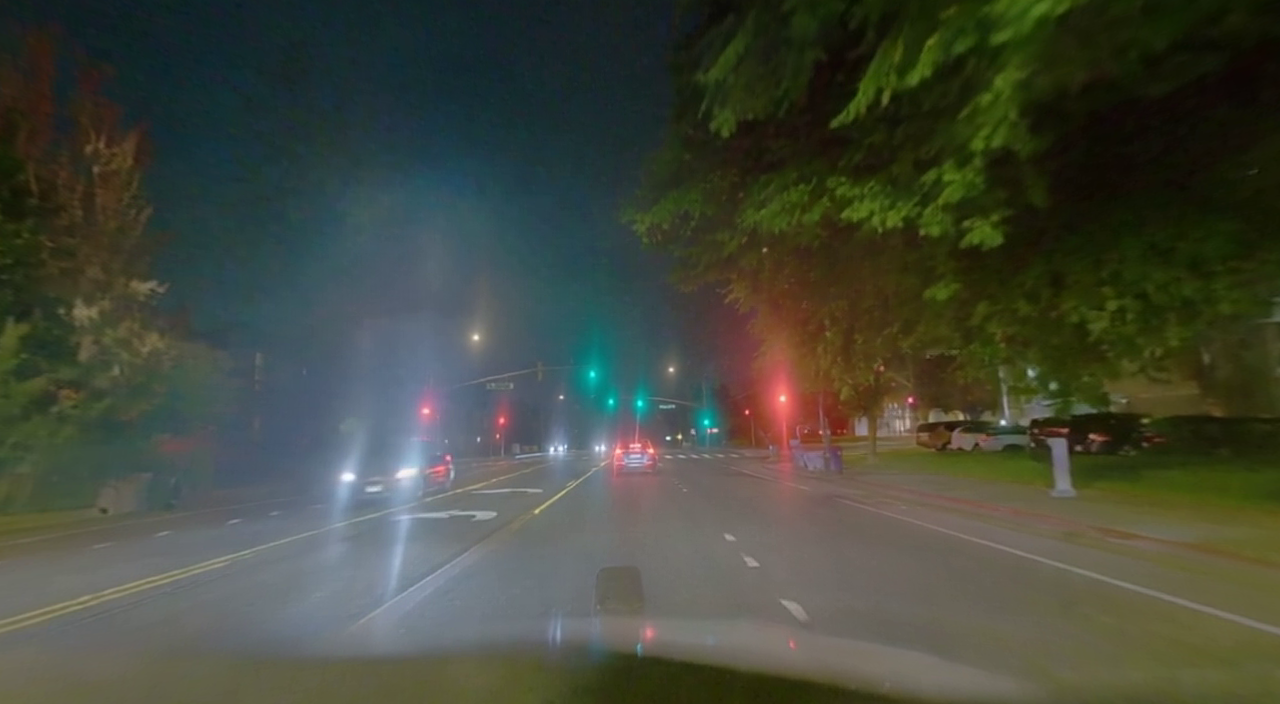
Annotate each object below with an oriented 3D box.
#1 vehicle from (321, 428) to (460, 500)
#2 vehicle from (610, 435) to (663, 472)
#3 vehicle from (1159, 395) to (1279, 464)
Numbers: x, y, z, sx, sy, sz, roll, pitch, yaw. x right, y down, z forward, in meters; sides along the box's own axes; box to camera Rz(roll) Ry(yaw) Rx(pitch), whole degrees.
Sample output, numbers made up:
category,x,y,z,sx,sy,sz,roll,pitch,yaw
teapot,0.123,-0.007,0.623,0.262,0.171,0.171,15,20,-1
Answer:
category,x,y,z,sx,sy,sz,roll,pitch,yaw
vehicle,-6.805,3.111,17.844,2.117,1.756,4.375,0,-9,0
vehicle,-0.127,4.311,26.943,2.104,1.462,3.991,0,-9,1
vehicle,16.622,2.035,16.468,4.352,1.670,1.974,0,-9,1
